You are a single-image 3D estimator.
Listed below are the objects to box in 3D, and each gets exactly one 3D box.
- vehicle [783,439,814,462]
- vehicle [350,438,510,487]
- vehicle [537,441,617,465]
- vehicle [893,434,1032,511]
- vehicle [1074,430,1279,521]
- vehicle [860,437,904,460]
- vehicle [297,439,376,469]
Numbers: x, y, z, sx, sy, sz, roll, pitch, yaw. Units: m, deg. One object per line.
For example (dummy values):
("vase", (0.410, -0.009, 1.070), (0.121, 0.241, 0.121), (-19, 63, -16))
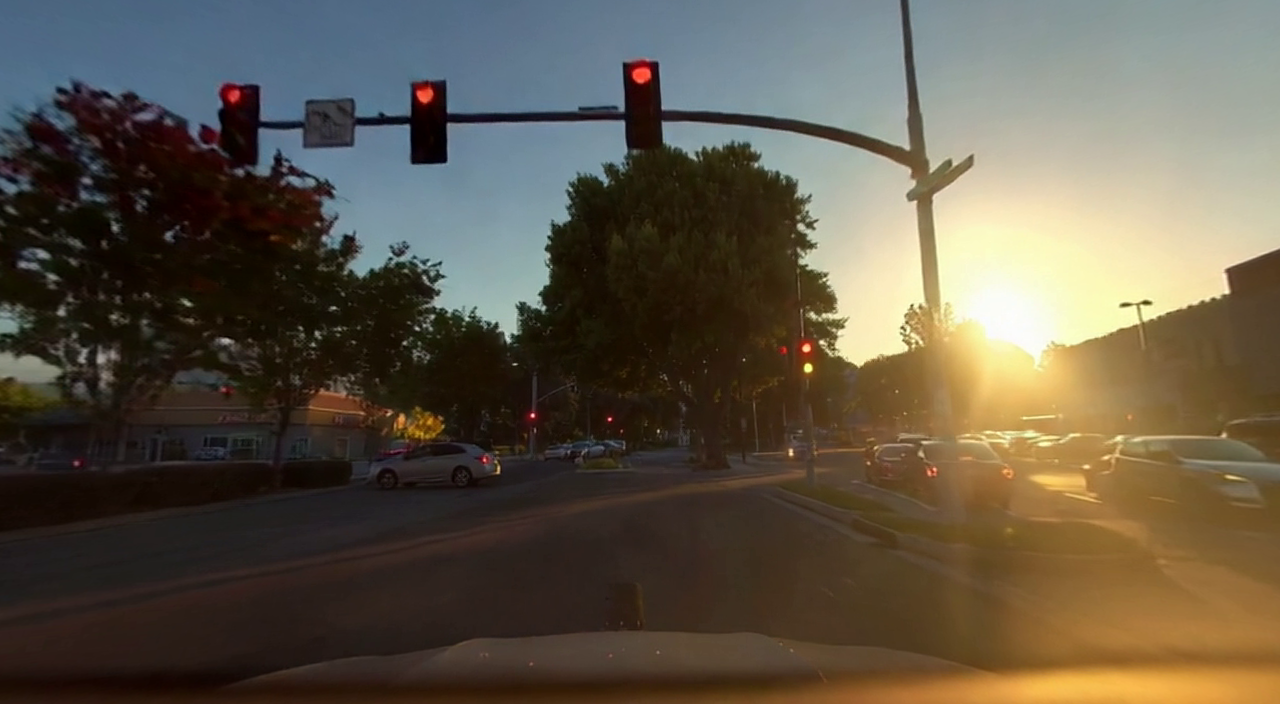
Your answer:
("vehicle", (11.455, 7.122, 45.863), (2.061, 1.519, 4.794), (-2, -8, 13))
("vehicle", (-6.519, 3.461, 19.951), (4.376, 1.476, 1.791), (0, -8, 3))
("vehicle", (-4.121, 6.648, 41.624), (4.792, 1.468, 2.116), (-2, -9, 14))
("vehicle", (7.204, 2.684, 14.640), (1.867, 1.479, 4.452), (-2, -9, 14))
("vehicle", (11.401, 2.540, 13.604), (2.031, 1.592, 4.470), (-3, -9, 17))
("vehicle", (16.764, 6.716, 43.915), (1.951, 1.491, 4.359), (-1, -8, 9))
("vehicle", (-19.673, 6.635, 41.259), (2.082, 1.779, 4.841), (-2, -9, 11))
